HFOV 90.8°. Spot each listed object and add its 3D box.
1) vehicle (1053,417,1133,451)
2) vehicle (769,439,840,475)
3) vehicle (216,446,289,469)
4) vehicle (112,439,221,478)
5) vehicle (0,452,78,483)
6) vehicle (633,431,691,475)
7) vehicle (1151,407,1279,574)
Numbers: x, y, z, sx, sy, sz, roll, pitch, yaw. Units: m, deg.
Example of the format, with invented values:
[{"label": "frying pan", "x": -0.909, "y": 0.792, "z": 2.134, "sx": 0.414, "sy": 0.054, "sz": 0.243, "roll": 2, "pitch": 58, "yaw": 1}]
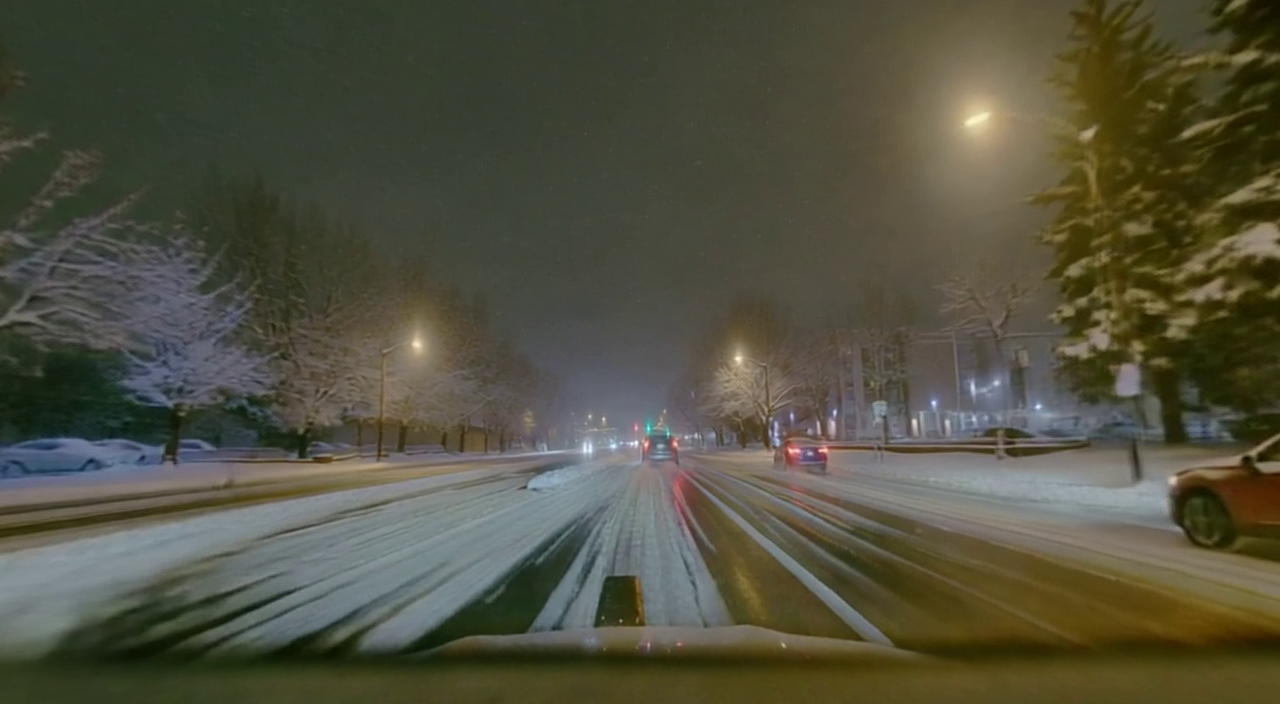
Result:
[{"label": "vehicle", "x": 35.059, "y": 6.461, "z": 49.113, "sx": 2.537, "sy": 2.468, "sz": 5.020, "roll": 0, "pitch": -9, "yaw": 3}, {"label": "vehicle", "x": 7.506, "y": 4.822, "z": 29.291, "sx": 2.029, "sy": 1.548, "sz": 4.422, "roll": 0, "pitch": -8, "yaw": 0}, {"label": "vehicle", "x": -29.544, "y": 8.065, "z": 48.261, "sx": 4.251, "sy": 1.598, "sz": 1.925, "roll": -2, "pitch": -10, "yaw": -1}, {"label": "vehicle", "x": -30.215, "y": 6.773, "z": 40.442, "sx": 5.278, "sy": 2.181, "sz": 1.993, "roll": -2, "pitch": -6, "yaw": -3}, {"label": "vehicle", "x": -30.243, "y": 5.573, "z": 30.597, "sx": 4.037, "sy": 1.445, "sz": 2.067, "roll": 0, "pitch": -8, "yaw": 2}, {"label": "vehicle", "x": 0.884, "y": 4.481, "z": 28.342, "sx": 2.227, "sy": 1.794, "sz": 4.457, "roll": 0, "pitch": -8, "yaw": -2}, {"label": "vehicle", "x": 7.642, "y": 1.355, "z": 6.010, "sx": 2.025, "sy": 1.719, "sz": 4.161, "roll": 0, "pitch": -8, "yaw": 0}]
